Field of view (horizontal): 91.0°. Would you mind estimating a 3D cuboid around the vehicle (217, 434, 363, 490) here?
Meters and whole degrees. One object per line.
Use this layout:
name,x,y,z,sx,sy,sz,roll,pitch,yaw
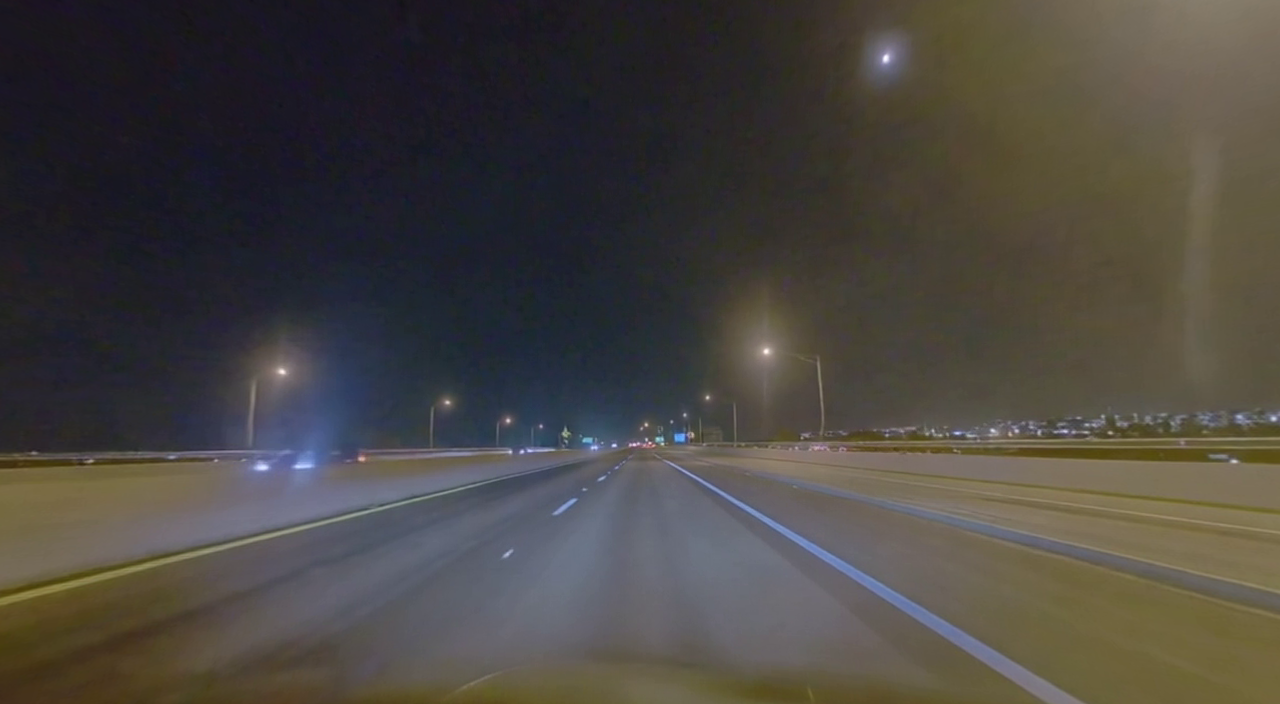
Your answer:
vehicle,-11.728,3.698,21.637,2.044,1.690,5.155,0,-8,0
